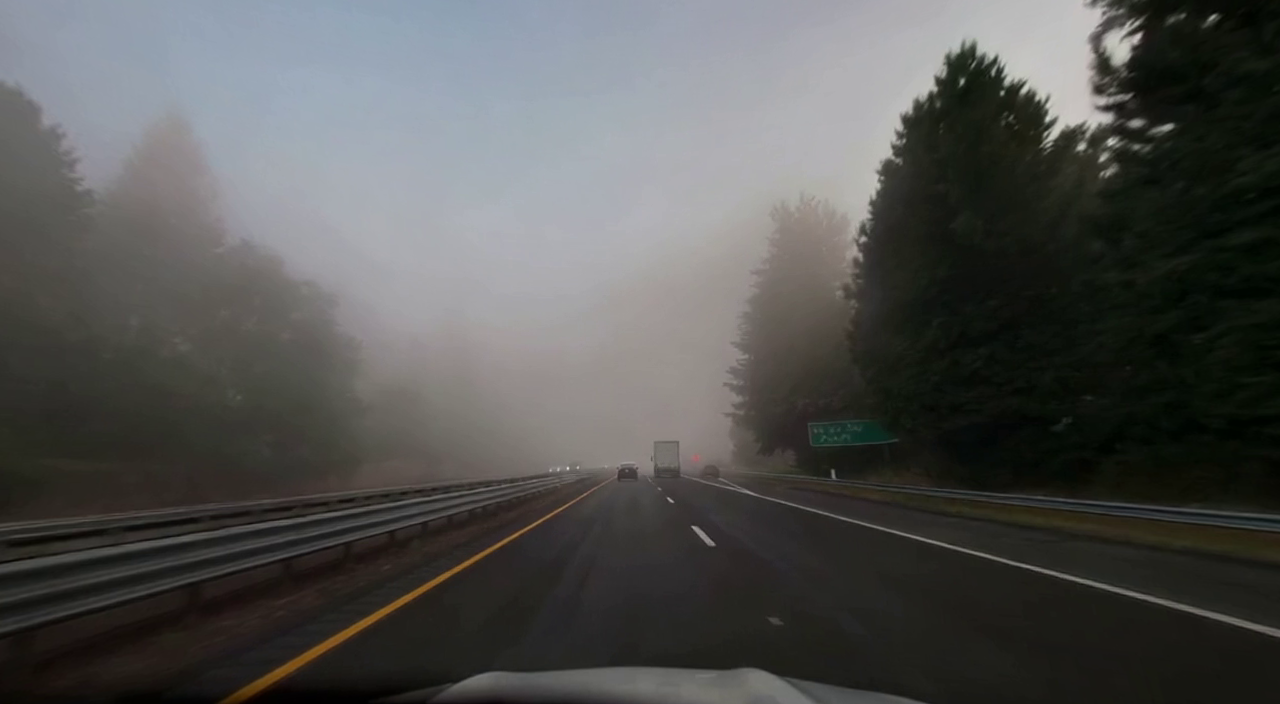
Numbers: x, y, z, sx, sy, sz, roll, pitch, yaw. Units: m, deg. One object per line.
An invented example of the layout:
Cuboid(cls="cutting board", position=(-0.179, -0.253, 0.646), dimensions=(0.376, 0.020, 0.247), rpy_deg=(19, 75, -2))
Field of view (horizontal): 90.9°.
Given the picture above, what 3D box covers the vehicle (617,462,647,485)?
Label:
Cuboid(cls="vehicle", position=(-0.549, 8.454, 43.977), dimensions=(2.025, 1.452, 3.927), rpy_deg=(1, -10, 0))
